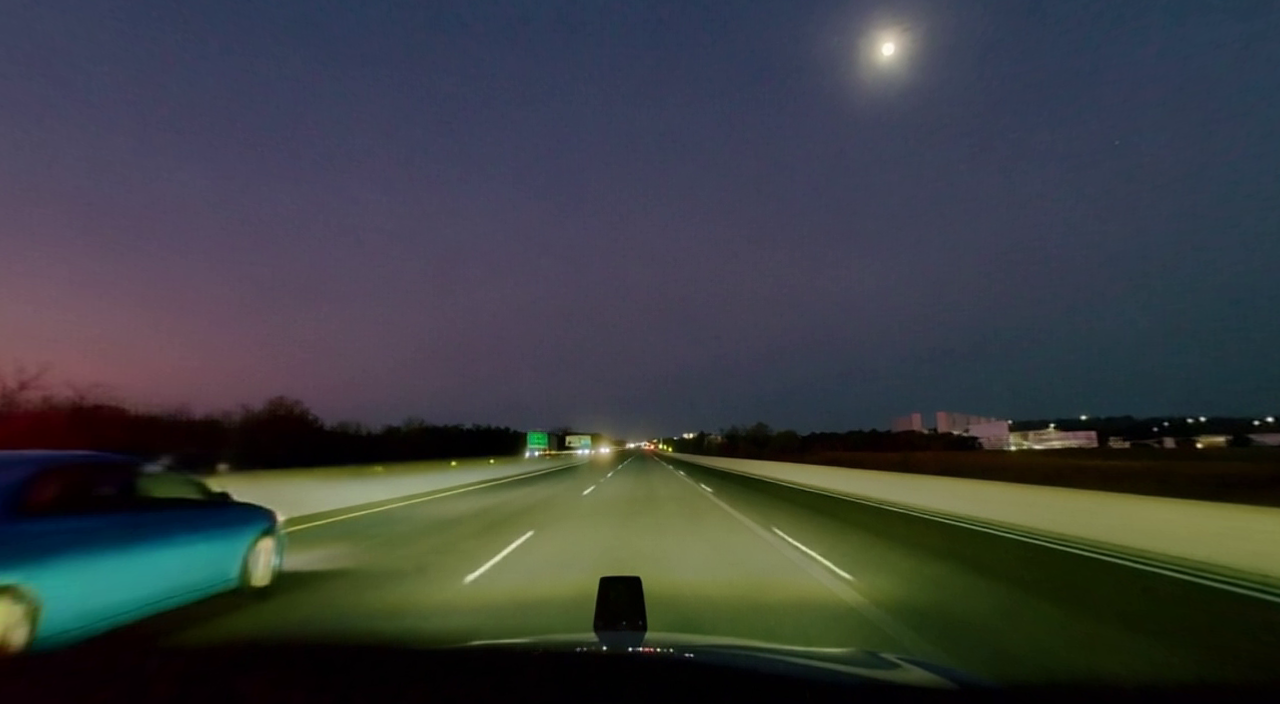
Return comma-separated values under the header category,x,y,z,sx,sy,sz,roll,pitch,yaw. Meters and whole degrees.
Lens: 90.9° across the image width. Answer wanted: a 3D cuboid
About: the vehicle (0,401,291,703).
category,x,y,z,sx,sy,sz,roll,pitch,yaw
vehicle,-4.285,1.063,3.352,2.160,1.552,4.592,0,-9,1
